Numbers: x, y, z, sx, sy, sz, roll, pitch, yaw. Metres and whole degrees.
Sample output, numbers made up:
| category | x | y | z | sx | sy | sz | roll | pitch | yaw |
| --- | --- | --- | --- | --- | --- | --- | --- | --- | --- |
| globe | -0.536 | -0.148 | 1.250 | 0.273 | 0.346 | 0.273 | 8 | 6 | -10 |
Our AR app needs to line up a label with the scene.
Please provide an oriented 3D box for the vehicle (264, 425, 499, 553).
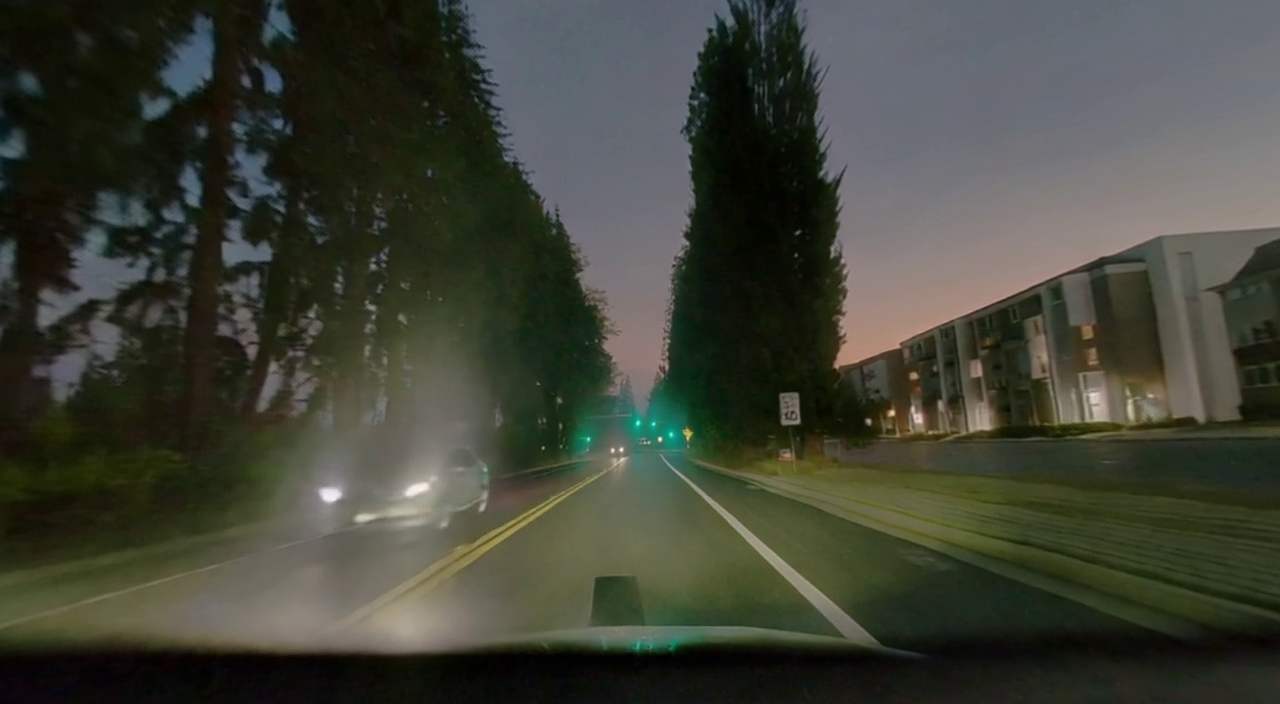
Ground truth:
| category | x | y | z | sx | sy | sz | roll | pitch | yaw |
| --- | --- | --- | --- | --- | --- | --- | --- | --- | --- |
| vehicle | -4.190 | 2.281 | 11.357 | 2.124 | 1.754 | 4.791 | -1 | -8 | 1 |
